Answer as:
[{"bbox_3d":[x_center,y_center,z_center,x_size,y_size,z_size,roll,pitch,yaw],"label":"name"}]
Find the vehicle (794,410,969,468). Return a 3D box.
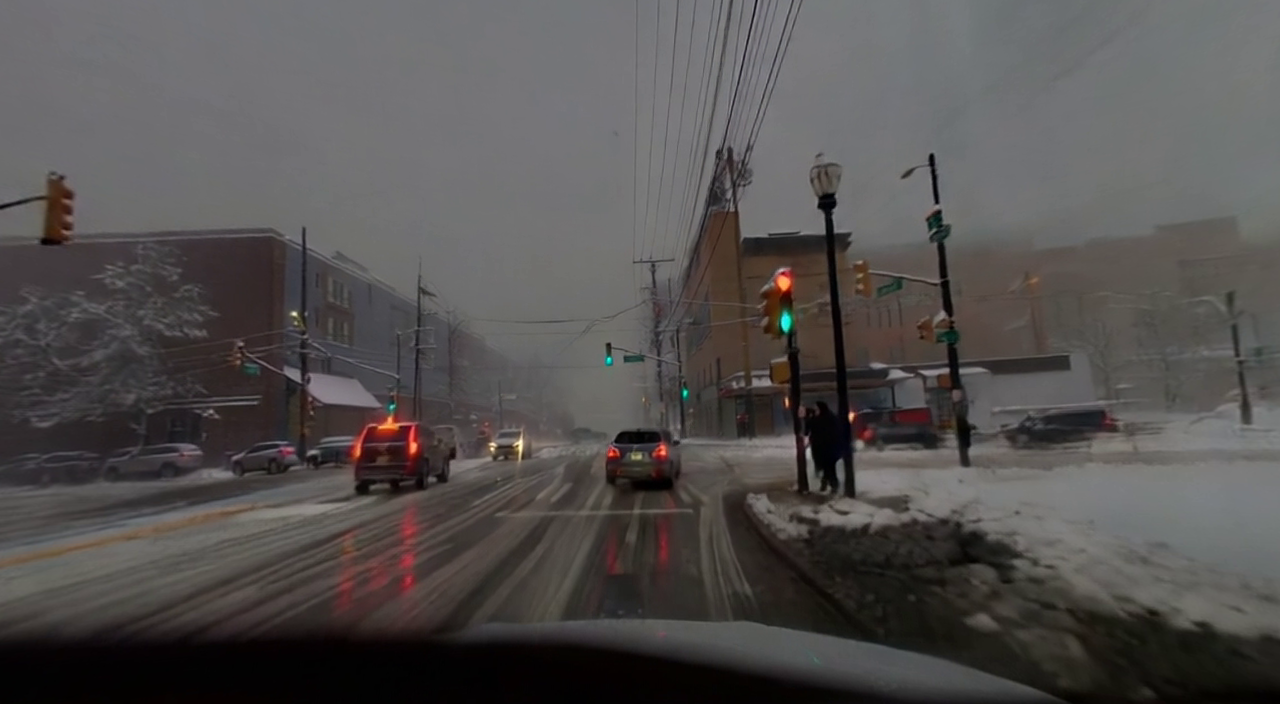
[{"bbox_3d":[7.503,2.714,19.904,4.714,1.686,1.973,1,-7,-8],"label":"vehicle"}]

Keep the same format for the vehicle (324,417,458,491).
[{"bbox_3d":[-6.585,2.733,17.313,2.063,1.751,4.229,0,-7,-2],"label":"vehicle"}]

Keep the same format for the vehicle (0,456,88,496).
[{"bbox_3d":[-26.006,5.077,26.060,4.479,1.484,2.036,0,-7,0],"label":"vehicle"}]

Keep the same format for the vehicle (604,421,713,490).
[{"bbox_3d":[0.633,2.568,16.214,2.059,1.497,4.260,-1,-7,12],"label":"vehicle"}]

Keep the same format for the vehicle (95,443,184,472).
[{"bbox_3d":[-34.678,7.296,43.852,4.492,1.880,1.879,0,-7,-1],"label":"vehicle"}]

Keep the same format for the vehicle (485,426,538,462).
[{"bbox_3d":[-5.754,4.063,28.090,2.097,1.457,4.439,2,-8,-13],"label":"vehicle"}]

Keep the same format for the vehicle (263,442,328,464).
[{"bbox_3d":[-22.964,6.717,42.170,3.360,1.392,1.674,0,-8,0],"label":"vehicle"}]
